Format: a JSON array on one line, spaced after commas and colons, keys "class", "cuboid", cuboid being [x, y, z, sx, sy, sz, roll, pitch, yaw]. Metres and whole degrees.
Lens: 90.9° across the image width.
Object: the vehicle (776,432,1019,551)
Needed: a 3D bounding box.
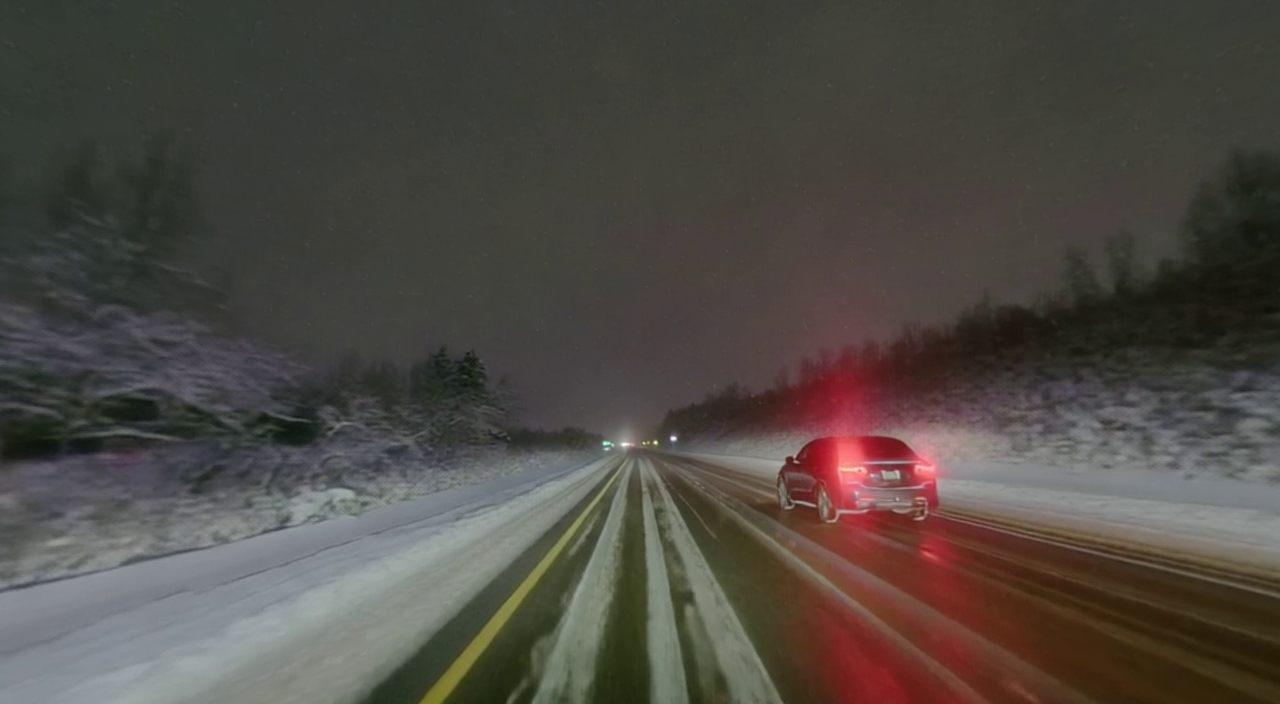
[{"class": "vehicle", "cuboid": [3.711, 2.082, 10.176, 2.003, 1.466, 4.441, 0, -8, 0]}]
